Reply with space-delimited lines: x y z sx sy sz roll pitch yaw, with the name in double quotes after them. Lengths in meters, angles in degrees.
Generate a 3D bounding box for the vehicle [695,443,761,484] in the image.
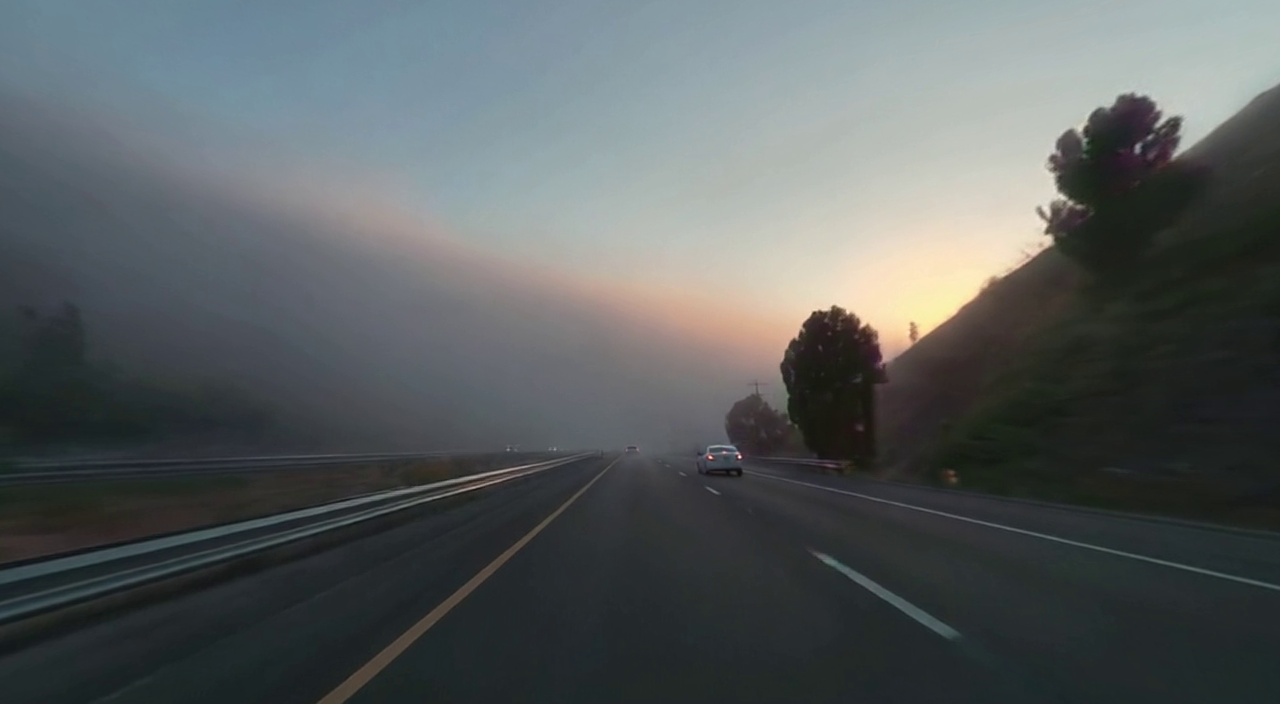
3.540 4.558 26.228 1.960 1.516 4.657 0 -8 -1 "vehicle"
